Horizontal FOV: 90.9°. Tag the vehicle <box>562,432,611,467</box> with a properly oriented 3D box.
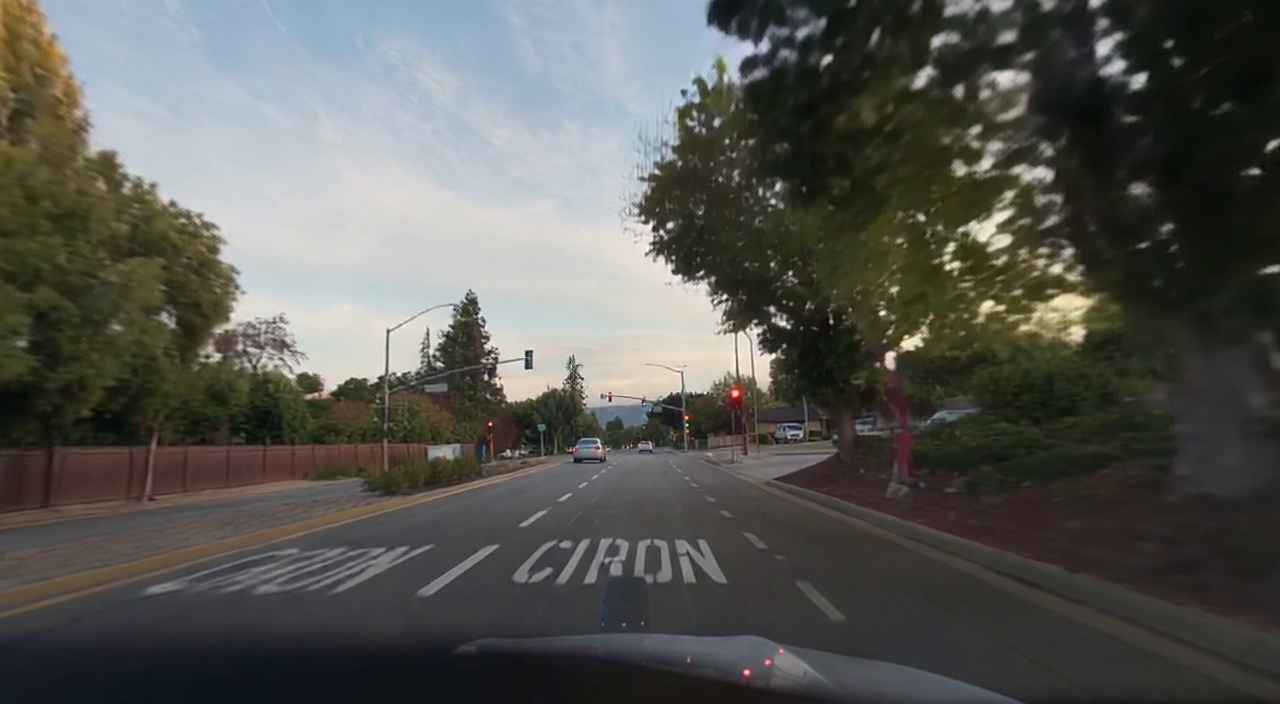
[{"bbox_3d":[-2.747,5.130,33.410,2.084,1.701,4.734,0,-8,1],"label":"vehicle"}]
